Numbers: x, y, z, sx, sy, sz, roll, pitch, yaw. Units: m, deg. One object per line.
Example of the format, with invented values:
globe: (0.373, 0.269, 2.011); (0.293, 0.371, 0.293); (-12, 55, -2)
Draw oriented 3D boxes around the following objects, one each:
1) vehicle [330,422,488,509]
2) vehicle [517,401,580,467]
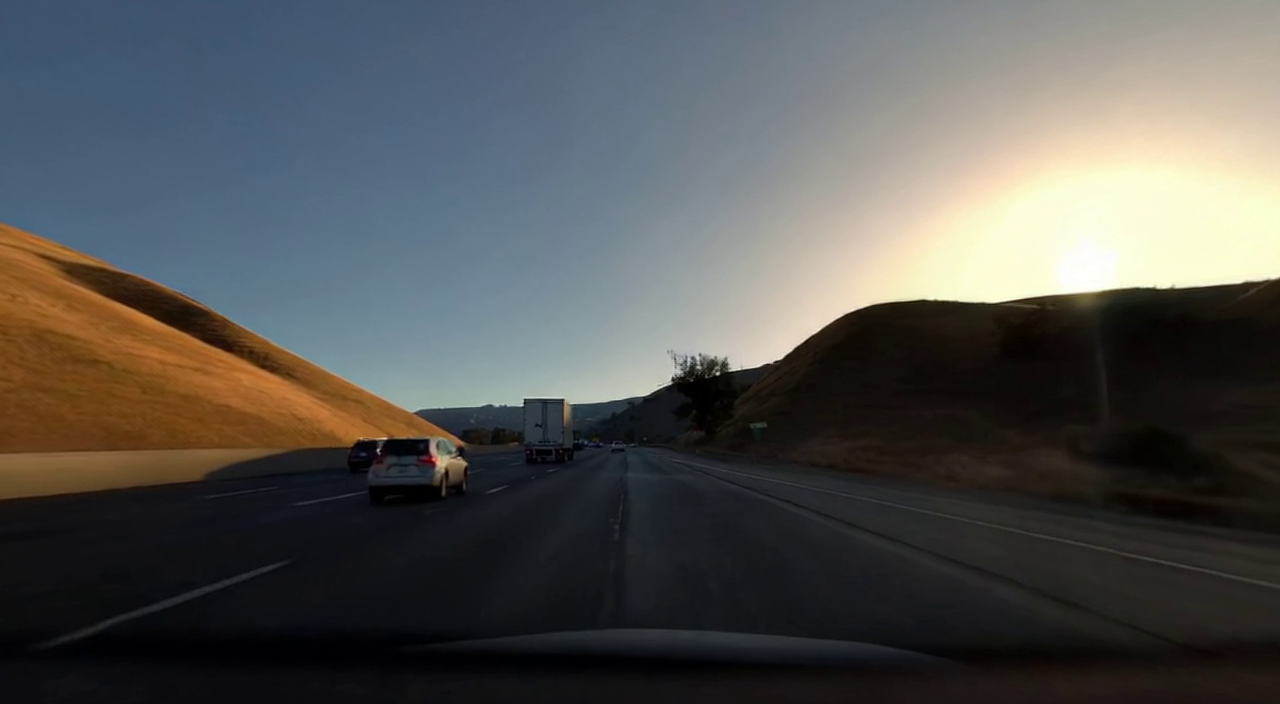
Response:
vehicle: (-5.176, 2.614, 14.858); (2.099, 1.734, 4.413); (0, -8, -1)
vehicle: (-5.929, 5.637, 42.558); (2.981, 3.860, 11.022); (1, -8, -2)
